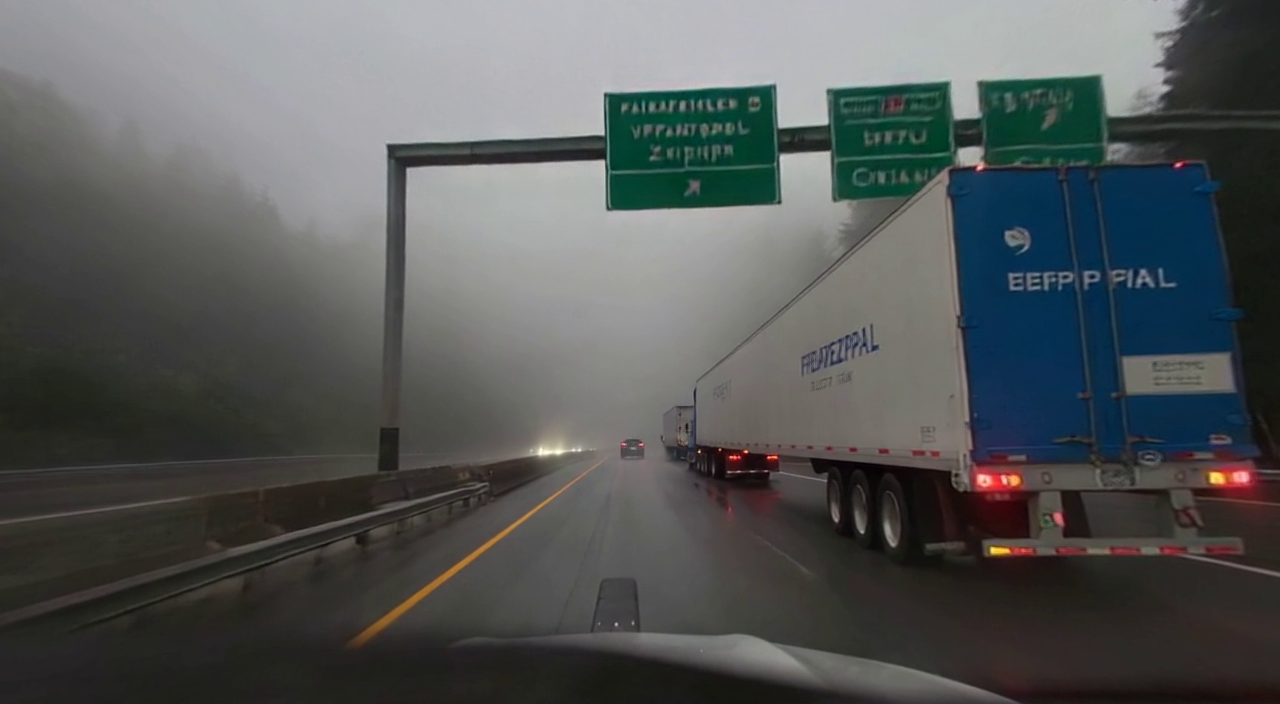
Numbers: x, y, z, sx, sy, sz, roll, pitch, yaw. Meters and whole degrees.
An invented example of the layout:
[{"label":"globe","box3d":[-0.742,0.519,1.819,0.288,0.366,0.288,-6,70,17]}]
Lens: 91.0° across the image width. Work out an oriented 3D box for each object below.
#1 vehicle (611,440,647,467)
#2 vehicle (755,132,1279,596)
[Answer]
[{"label":"vehicle","box3d":[-0.652,5.853,36.462,1.943,1.491,3.459,0,-8,-1]},{"label":"vehicle","box3d":[4.250,0.627,10.025,2.853,4.086,9.078,0,-8,-1]}]
